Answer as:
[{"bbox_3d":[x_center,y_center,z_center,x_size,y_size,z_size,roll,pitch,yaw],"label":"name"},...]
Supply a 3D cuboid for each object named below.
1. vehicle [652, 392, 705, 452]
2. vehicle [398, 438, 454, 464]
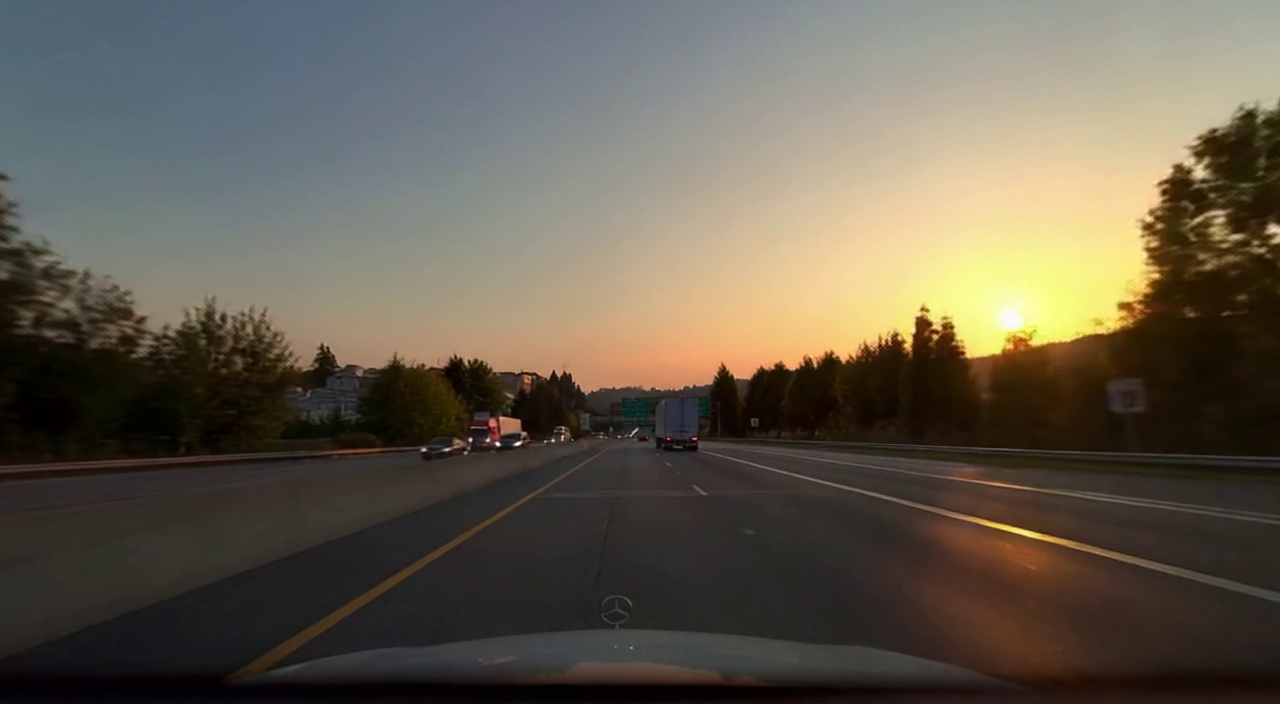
[{"bbox_3d":[2.660,5.555,48.650,2.954,3.995,13.335,0,-8,-1],"label":"vehicle"},{"bbox_3d":[-12.688,5.861,37.674,1.853,1.464,4.057,0,-8,1],"label":"vehicle"}]
